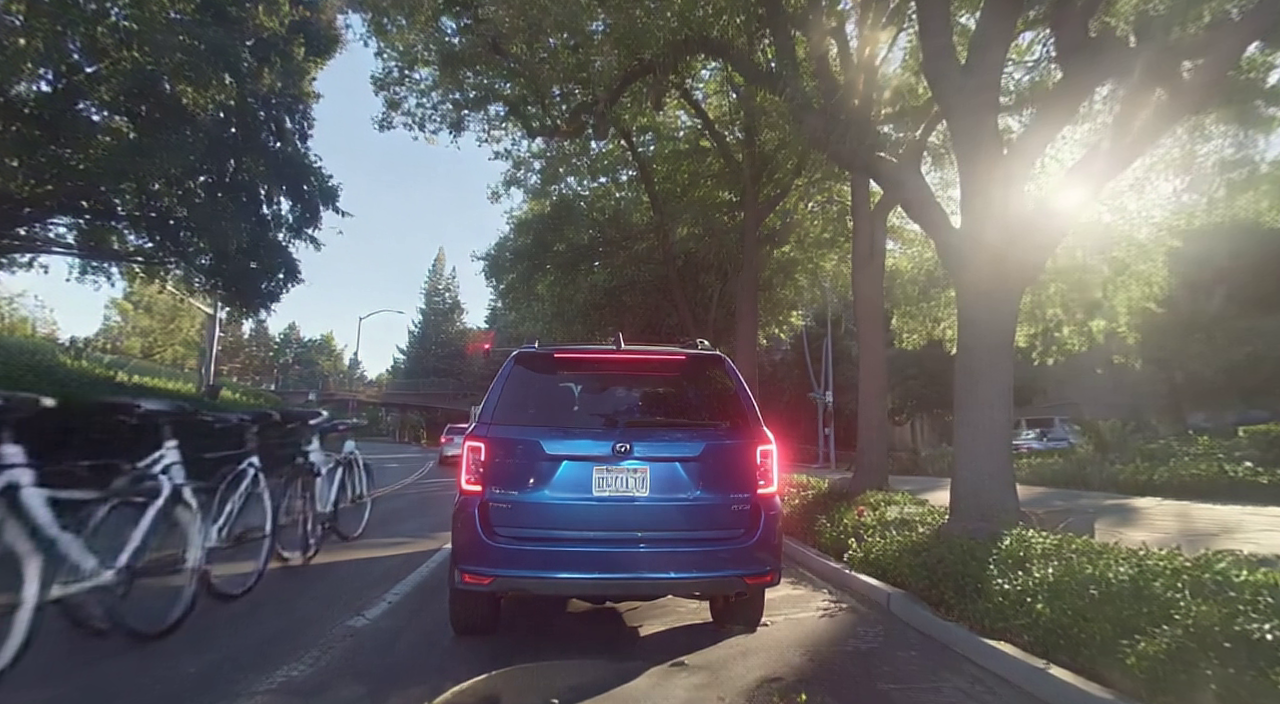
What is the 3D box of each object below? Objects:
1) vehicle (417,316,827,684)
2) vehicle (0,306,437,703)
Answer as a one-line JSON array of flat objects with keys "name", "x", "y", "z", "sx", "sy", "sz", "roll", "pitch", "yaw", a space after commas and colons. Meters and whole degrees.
[{"name": "vehicle", "x": -0.235, "y": 1.159, "z": 6.005, "sx": 2.333, "sy": 2.087, "sz": 4.586, "roll": 0, "pitch": -8, "yaw": -4}, {"name": "vehicle", "x": -3.570, "y": 1.128, "z": 4.997, "sx": 2.337, "sy": 1.858, "sz": 5.409, "roll": 0, "pitch": -8, "yaw": -3}]
